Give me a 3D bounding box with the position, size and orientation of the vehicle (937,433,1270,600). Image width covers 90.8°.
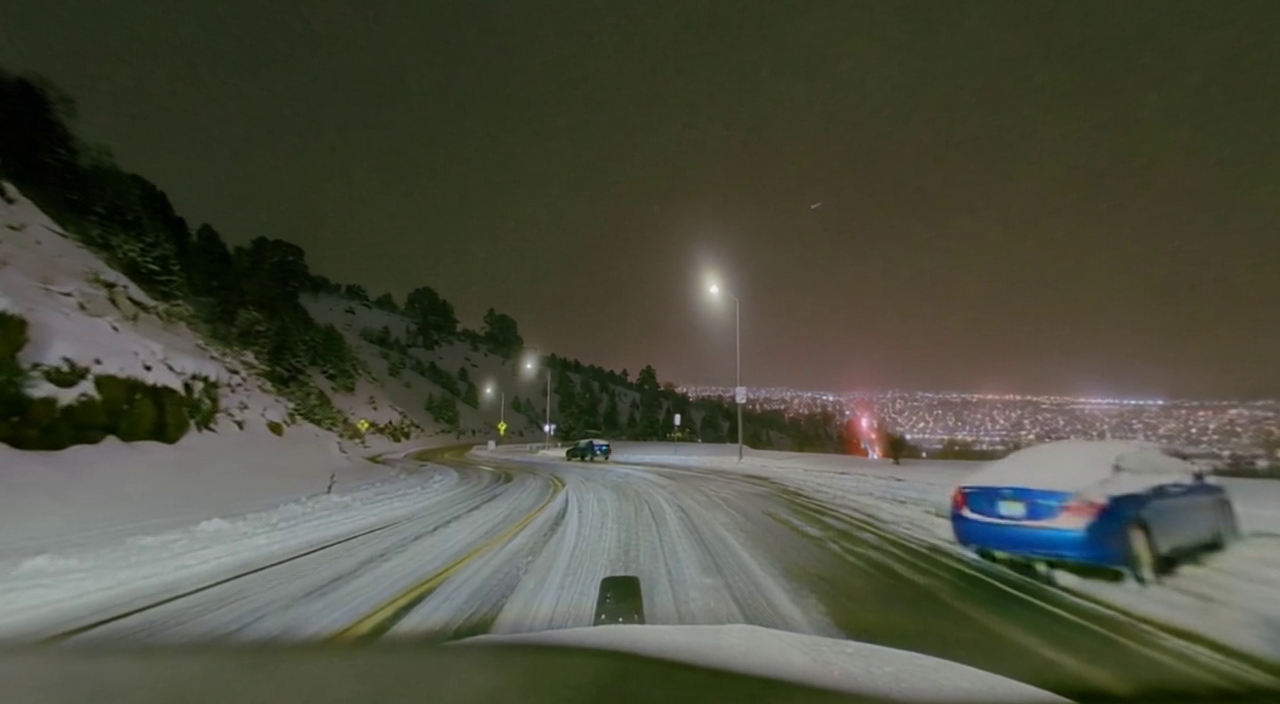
[{"bbox_3d":[5.817,1.764,7.753,4.467,1.439,2.028,6,-11,-38],"label":"vehicle"}]
